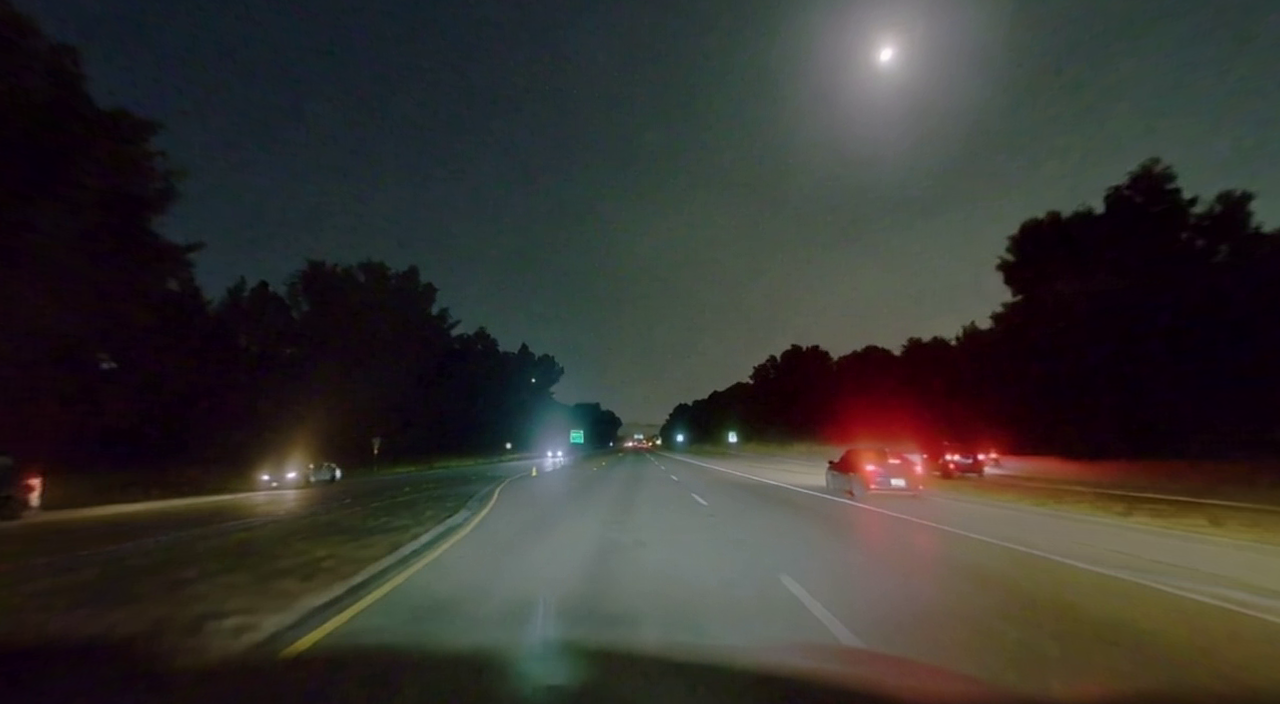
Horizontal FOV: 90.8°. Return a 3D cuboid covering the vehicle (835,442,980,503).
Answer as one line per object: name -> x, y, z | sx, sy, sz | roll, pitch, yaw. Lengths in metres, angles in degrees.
vehicle -> 7.193, 3.257, 17.615 | 1.961, 1.465, 4.468 | 0, -8, -2

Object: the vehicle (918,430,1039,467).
vehicle -> 16.601, 4.758, 31.180 | 4.807, 1.768, 1.947 | -1, -8, 2

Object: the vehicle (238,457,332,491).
vehicle -> -17.796, 6.119, 31.985 | 1.961, 1.437, 4.867 | 0, -8, 0
